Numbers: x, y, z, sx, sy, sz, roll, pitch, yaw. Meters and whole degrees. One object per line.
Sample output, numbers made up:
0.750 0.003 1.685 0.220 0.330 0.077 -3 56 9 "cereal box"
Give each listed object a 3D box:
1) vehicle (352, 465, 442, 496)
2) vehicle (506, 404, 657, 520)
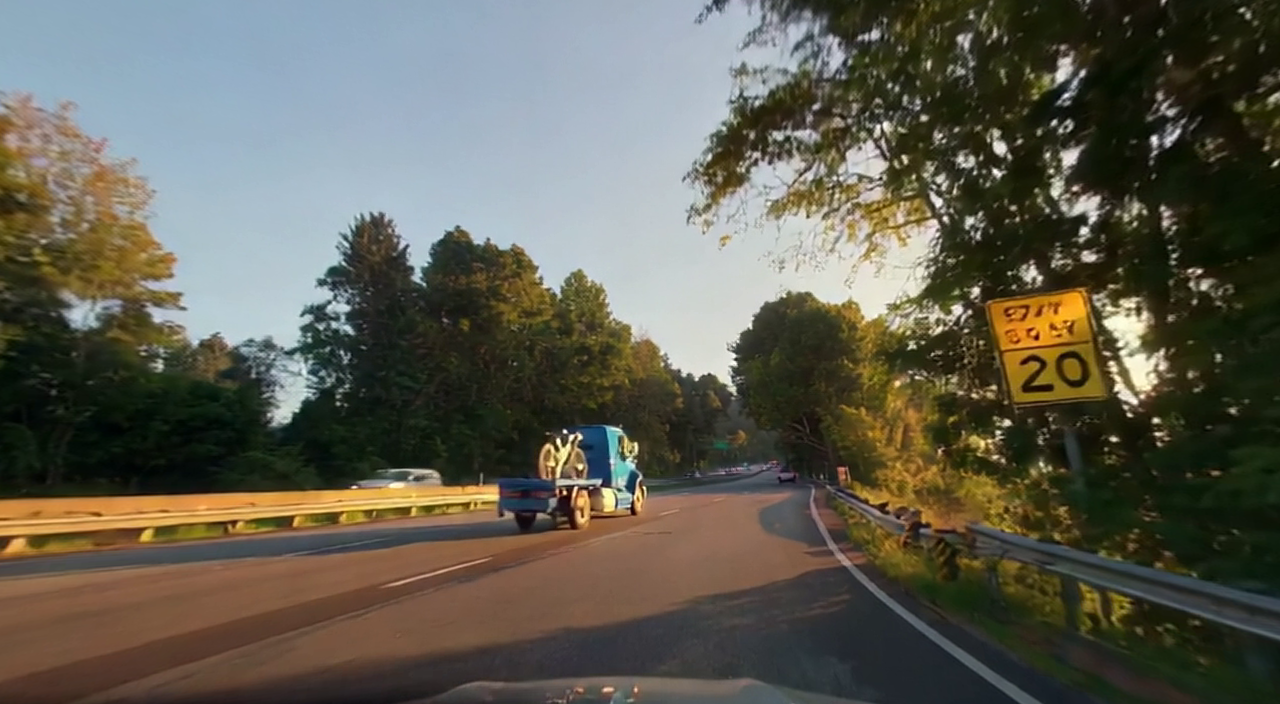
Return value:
-14.048 7.491 36.744 1.896 1.641 5.535 -3 -12 15 "vehicle"
-1.590 3.902 21.891 2.841 3.244 7.689 -2 -12 13 "vehicle"
